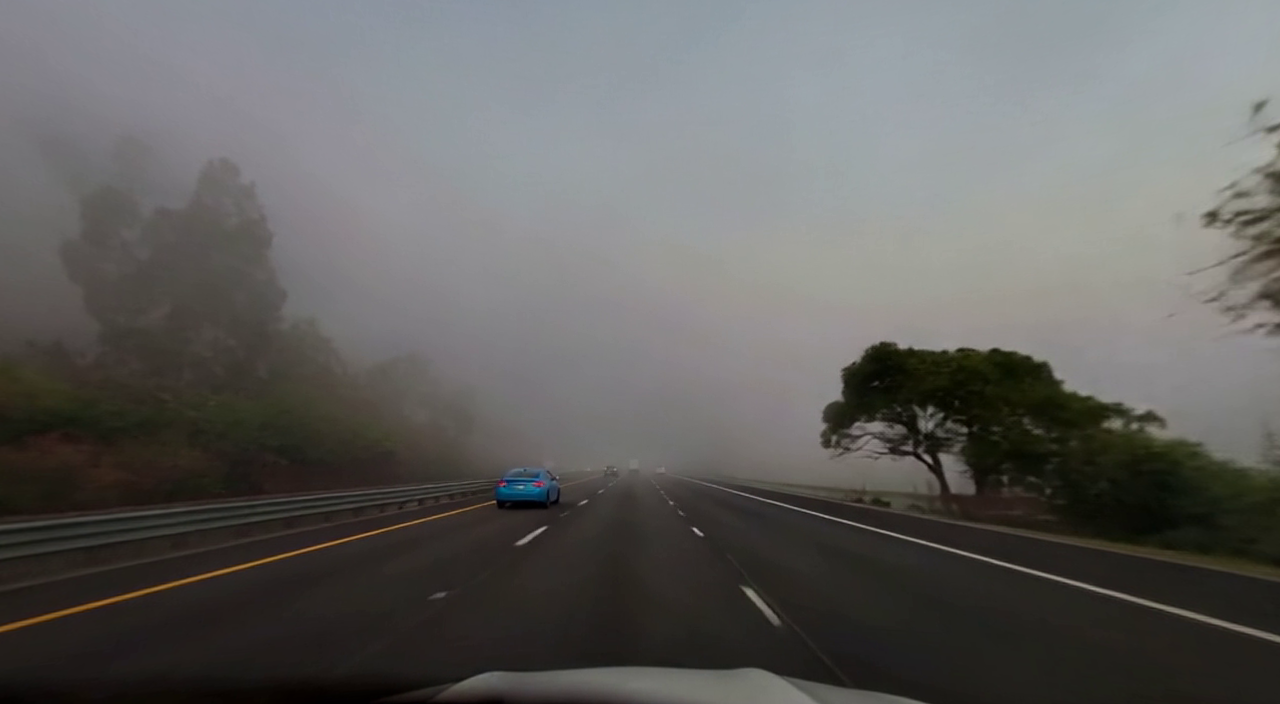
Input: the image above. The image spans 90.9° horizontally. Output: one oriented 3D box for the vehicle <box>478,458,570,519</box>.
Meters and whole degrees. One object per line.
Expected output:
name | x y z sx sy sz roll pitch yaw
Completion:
vehicle | -3.219 3.899 18.368 1.797 1.532 4.072 0 -10 1
